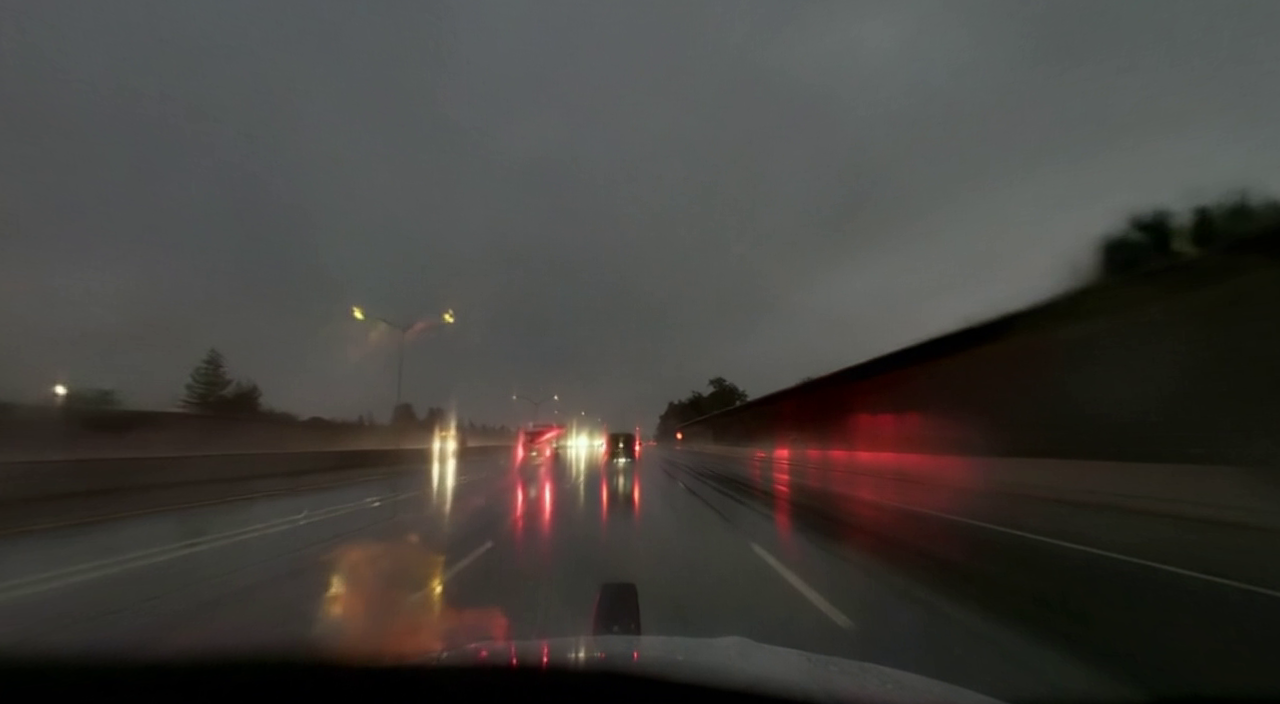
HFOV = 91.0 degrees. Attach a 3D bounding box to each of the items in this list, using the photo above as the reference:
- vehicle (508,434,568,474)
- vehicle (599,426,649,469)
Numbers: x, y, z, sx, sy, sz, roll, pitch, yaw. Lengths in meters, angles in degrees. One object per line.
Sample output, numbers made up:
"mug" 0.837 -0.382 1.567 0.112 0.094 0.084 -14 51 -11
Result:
"vehicle" -4.430 4.512 28.002 2.039 1.602 4.317 0 -8 -1
"vehicle" -0.805 4.805 31.812 2.382 1.973 4.439 0 -8 -1
